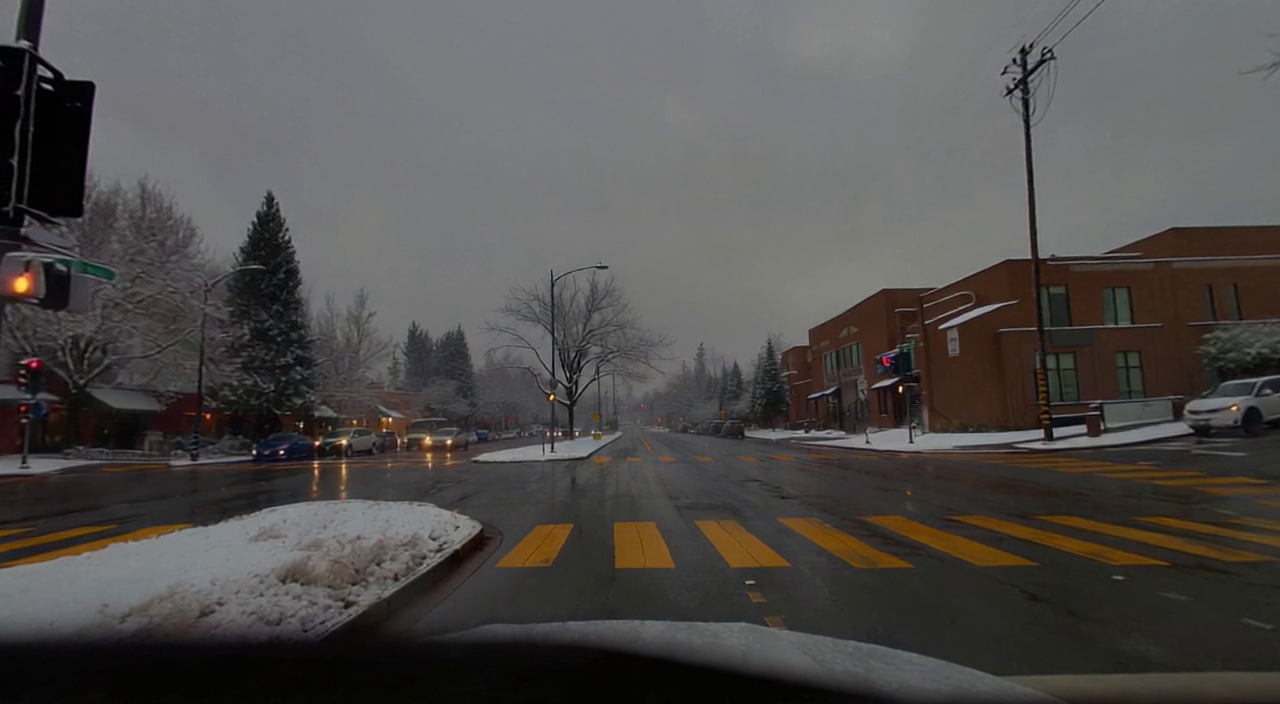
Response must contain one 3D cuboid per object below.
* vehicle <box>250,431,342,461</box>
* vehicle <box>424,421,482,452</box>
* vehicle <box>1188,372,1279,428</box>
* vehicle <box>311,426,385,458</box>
[{"bbox_3d":[-18.057,4.977,33.518,1.939,1.430,5.533,0,-8,-2],"label":"vehicle"},{"bbox_3d":[-11.730,5.377,39.946,2.118,1.809,4.591,0,-8,2],"label":"vehicle"},{"bbox_3d":[22.365,1.629,22.228,4.531,1.753,1.964,-2,-2,-5],"label":"vehicle"},{"bbox_3d":[-18.257,5.682,39.848,2.225,1.871,5.189,0,-8,0],"label":"vehicle"}]
